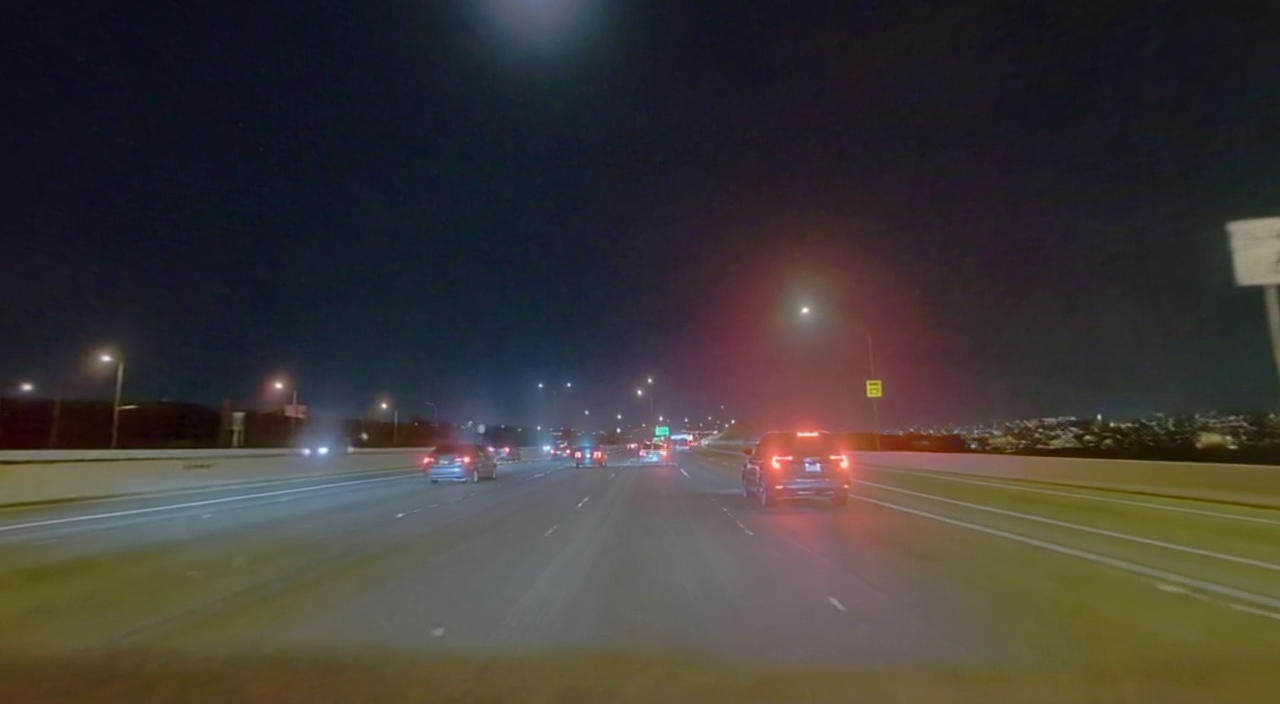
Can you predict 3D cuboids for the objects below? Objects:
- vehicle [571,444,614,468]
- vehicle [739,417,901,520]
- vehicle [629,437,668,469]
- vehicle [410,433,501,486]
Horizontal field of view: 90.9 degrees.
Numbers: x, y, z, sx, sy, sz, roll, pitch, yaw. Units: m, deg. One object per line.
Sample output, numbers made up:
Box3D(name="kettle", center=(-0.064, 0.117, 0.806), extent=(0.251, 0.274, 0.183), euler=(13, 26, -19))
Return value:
Box3D(name="vehicle", center=(-2.875, 6.394, 39.114), extent=(2.205, 1.406, 4.286), euler=(0, -8, 1))
Box3D(name="vehicle", center=(3.582, 2.415, 13.648), extent=(2.083, 1.823, 4.627), euler=(0, -8, -1))
Box3D(name="vehicle", center=(0.506, 5.833, 36.714), extent=(2.133, 1.739, 3.925), euler=(0, -8, 1))
Box3D(name="vehicle", center=(-6.448, 3.783, 22.546), extent=(1.946, 1.688, 4.019), euler=(0, -8, 1))
